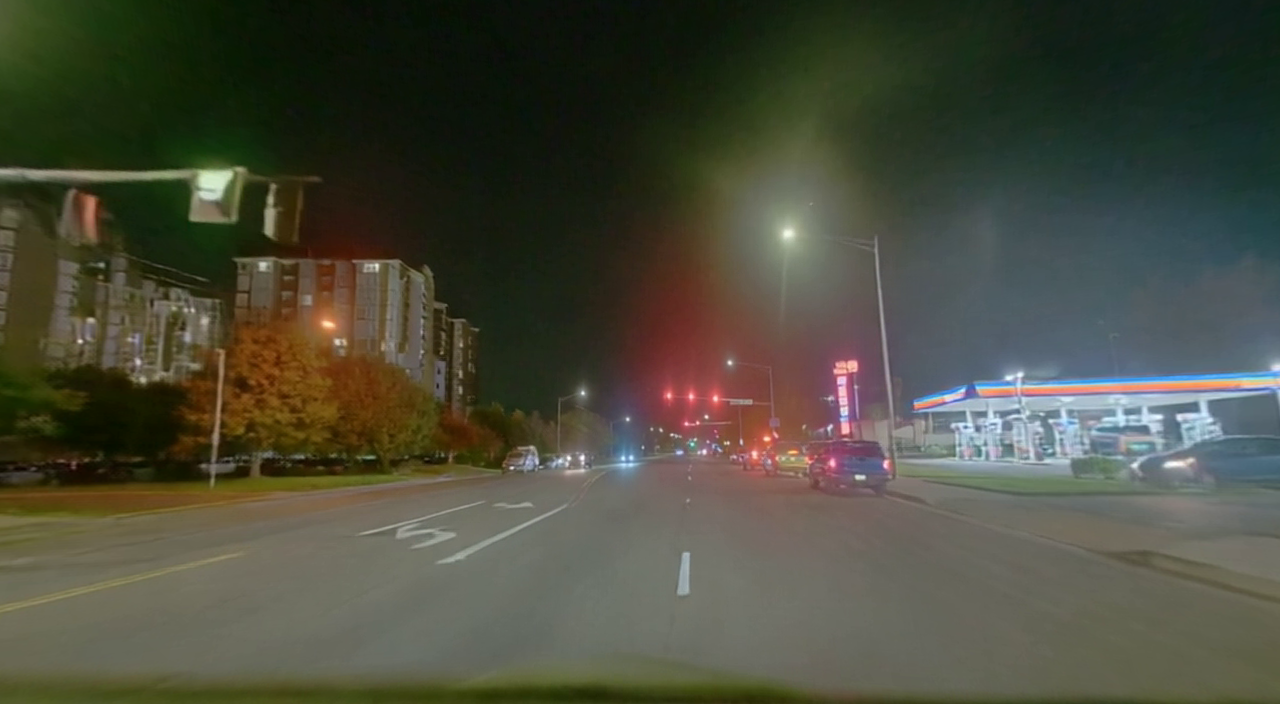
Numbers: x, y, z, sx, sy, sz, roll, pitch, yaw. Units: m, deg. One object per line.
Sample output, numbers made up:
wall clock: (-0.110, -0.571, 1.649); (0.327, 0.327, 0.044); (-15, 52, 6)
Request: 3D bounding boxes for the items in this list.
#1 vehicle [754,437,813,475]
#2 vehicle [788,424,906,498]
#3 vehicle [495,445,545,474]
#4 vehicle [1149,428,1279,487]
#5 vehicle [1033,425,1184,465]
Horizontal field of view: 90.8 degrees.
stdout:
vehicle: (7.038, 5.188, 31.602); (1.995, 1.720, 5.067); (-1, -9, 3)
vehicle: (5.954, 3.209, 18.927); (2.194, 1.896, 5.049); (-1, -9, 5)
vehicle: (-9.037, 8.156, 48.212); (2.214, 1.994, 5.721); (-1, -9, 6)
vehicle: (16.602, 2.858, 17.338); (1.919, 1.411, 4.440); (-1, -9, 7)
vehicle: (19.086, 3.839, 25.936); (4.421, 1.548, 2.061); (-1, -9, 6)
